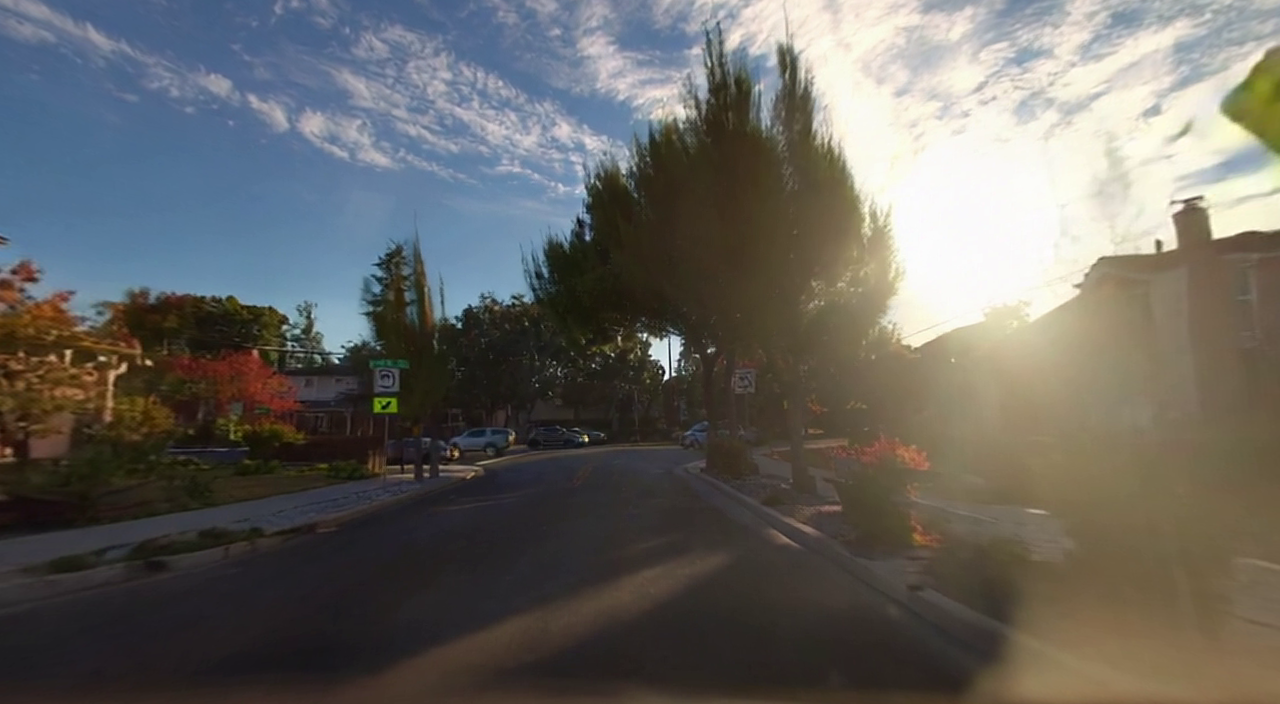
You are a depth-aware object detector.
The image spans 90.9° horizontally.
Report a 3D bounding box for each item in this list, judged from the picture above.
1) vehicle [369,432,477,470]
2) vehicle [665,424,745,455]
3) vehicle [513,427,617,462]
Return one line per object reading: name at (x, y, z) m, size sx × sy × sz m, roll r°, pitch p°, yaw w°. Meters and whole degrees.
vehicle at (-10.255, 4.681, 30.008) m, size 4.639 × 1.700 × 2.002 m, roll 2°, pitch -8°, yaw -17°
vehicle at (4.312, 5.732, 41.641) m, size 4.863 × 1.953 × 2.022 m, roll 3°, pitch -8°, yaw -25°
vehicle at (-4.074, 5.030, 34.321) m, size 5.181 × 1.768 × 2.139 m, roll 4°, pitch -8°, yaw -26°
